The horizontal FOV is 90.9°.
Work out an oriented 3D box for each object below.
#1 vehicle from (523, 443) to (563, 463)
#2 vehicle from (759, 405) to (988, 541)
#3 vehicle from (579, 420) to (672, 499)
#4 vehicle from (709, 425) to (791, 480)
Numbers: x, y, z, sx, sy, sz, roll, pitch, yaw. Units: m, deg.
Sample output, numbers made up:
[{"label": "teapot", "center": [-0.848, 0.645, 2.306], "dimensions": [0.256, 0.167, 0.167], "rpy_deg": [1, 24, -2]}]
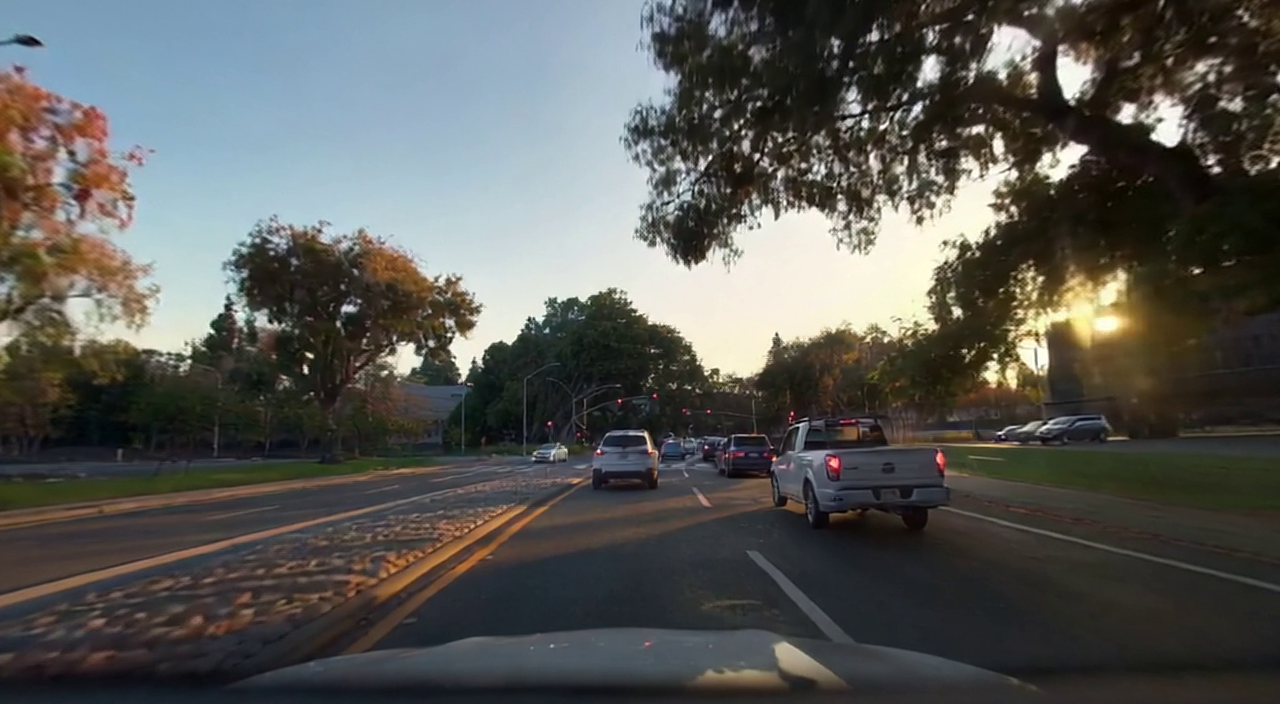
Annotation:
[{"label": "vehicle", "center": [-7.582, 7.930, 49.745], "dimensions": [1.953, 1.476, 4.747], "rpy_deg": [-1, -8, 6]}, {"label": "vehicle", "center": [3.493, 1.917, 10.627], "dimensions": [2.114, 1.765, 4.647], "rpy_deg": [0, -8, 1]}, {"label": "vehicle", "center": [-0.237, 2.746, 16.451], "dimensions": [2.113, 1.768, 3.901], "rpy_deg": [0, -8, 3]}, {"label": "vehicle", "center": [4.032, 3.838, 24.367], "dimensions": [2.317, 1.857, 5.940], "rpy_deg": [0, -8, 2]}]
